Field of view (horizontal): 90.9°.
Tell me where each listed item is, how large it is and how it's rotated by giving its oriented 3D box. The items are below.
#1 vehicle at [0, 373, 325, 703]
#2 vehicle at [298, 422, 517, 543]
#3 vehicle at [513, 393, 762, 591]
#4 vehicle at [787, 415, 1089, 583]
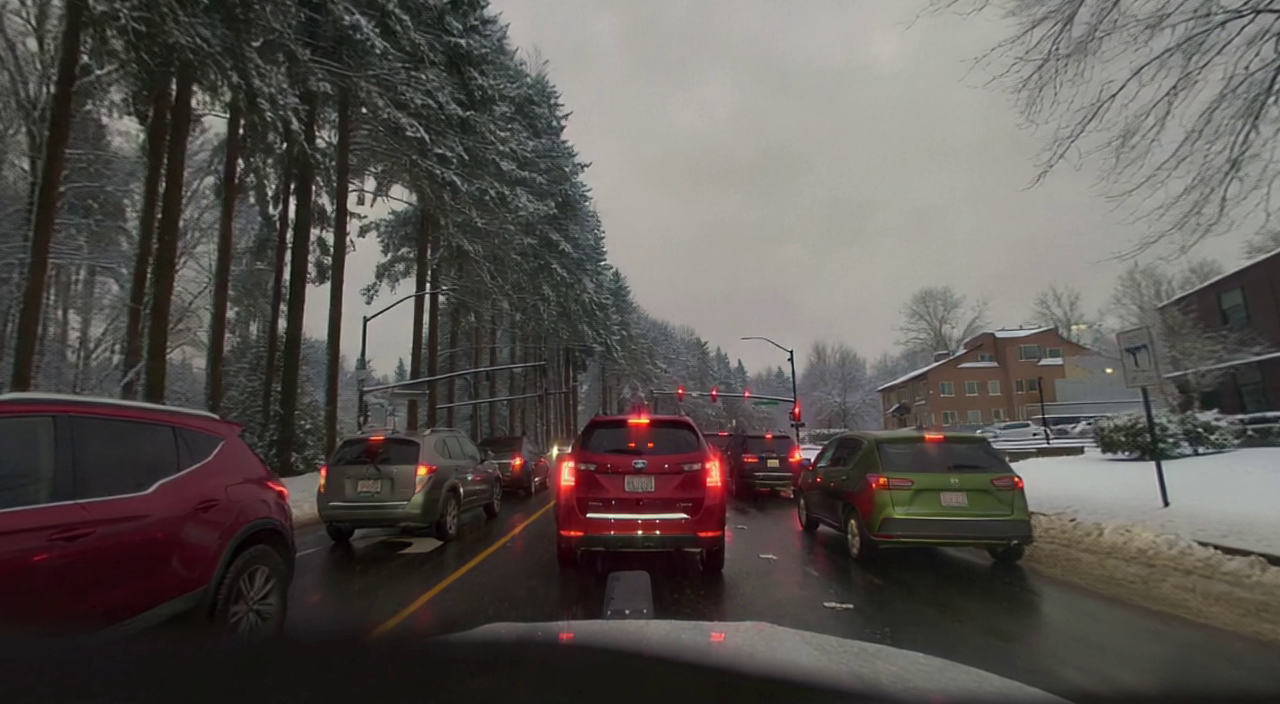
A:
[{"bbox_3d":[-3.776,0.999,3.309,1.929,1.641,4.193,0,-8,2],"label":"vehicle"},{"bbox_3d":[-3.641,2.121,10.911,2.042,1.641,4.314,0,-8,1],"label":"vehicle"},{"bbox_3d":[0.006,1.540,7.677,2.193,1.744,4.033,0,-8,1],"label":"vehicle"},{"bbox_3d":[3.271,1.671,7.883,1.922,1.579,3.642,0,-8,-1],"label":"vehicle"}]
